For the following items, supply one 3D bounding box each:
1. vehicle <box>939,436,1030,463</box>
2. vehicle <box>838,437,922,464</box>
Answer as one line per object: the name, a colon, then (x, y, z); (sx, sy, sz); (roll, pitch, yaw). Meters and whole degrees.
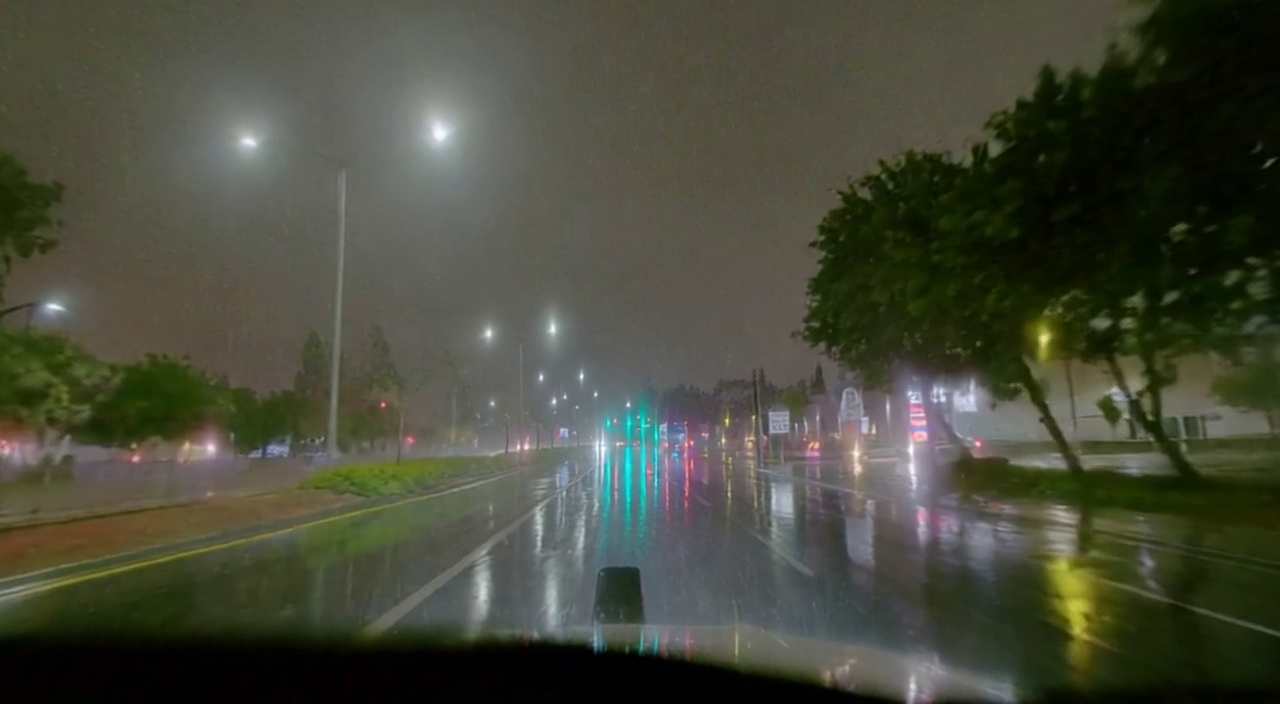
vehicle: (20.852, 5.907, 38.364); (4.416, 1.561, 1.876); (0, -9, 0)
vehicle: (14.419, 5.935, 38.162); (4.296, 1.596, 1.807); (0, -9, 0)
